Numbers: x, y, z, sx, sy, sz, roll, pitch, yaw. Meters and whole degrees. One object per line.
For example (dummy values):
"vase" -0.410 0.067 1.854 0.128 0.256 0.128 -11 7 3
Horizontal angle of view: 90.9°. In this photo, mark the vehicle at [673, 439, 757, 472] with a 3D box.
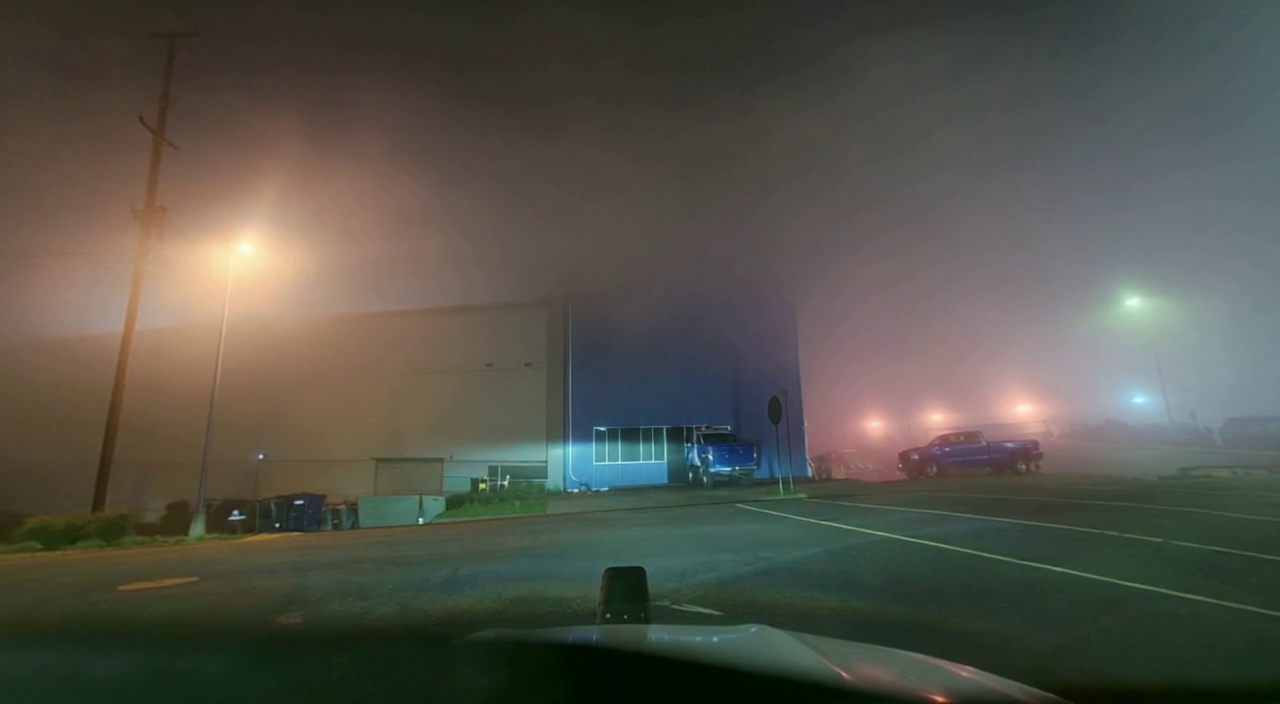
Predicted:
"vehicle" 4.893 6.815 41.659 5.207 2.103 1.997 0 -8 -4

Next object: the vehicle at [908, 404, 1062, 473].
"vehicle" 17.468 4.433 32.117 6.271 3.004 2.298 -3 -10 -5
